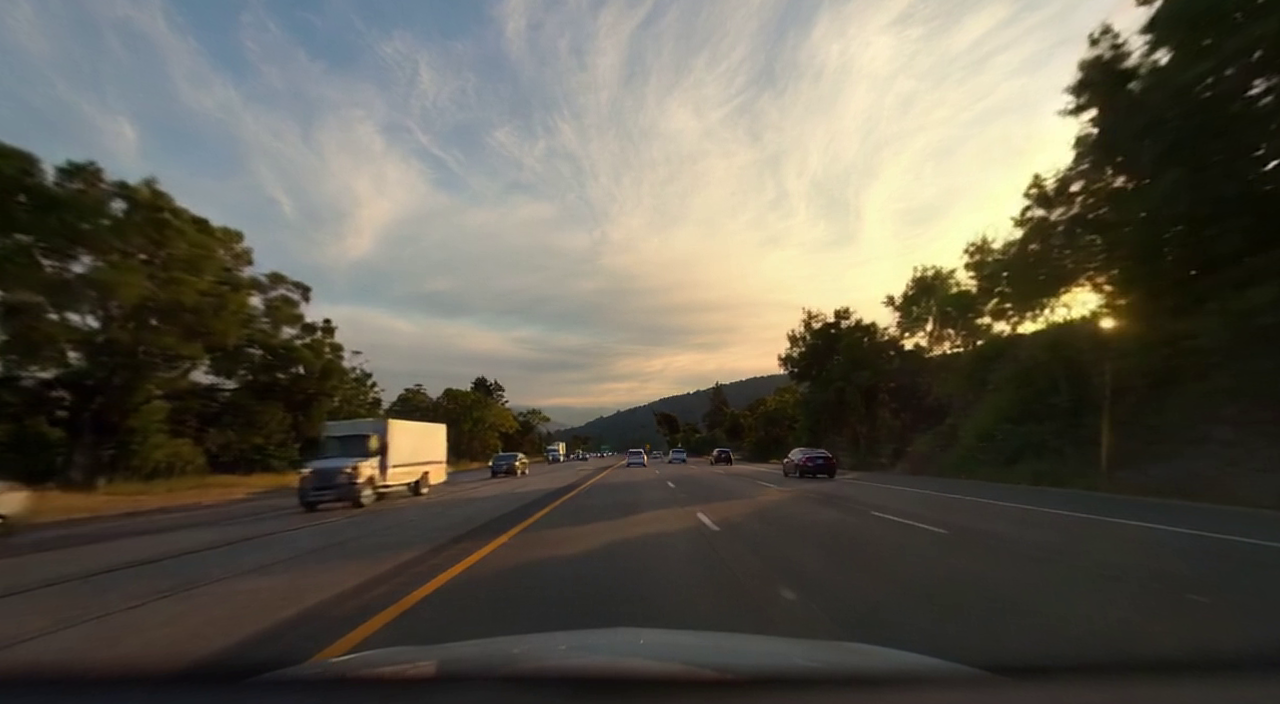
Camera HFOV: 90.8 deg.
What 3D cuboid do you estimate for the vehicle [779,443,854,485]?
[{"bbox_3d":[7.221,4.620,26.249,1.903,1.566,3.866,0,-9,-1],"label":"vehicle"}]

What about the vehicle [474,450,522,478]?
[{"bbox_3d":[-8.826,6.980,39.672,1.997,1.658,4.291,0,-9,0],"label":"vehicle"}]

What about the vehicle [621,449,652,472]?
[{"bbox_3d":[-0.255,7.376,43.042,2.021,1.507,4.272,0,-9,0],"label":"vehicle"}]

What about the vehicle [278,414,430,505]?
[{"bbox_3d":[-8.872,3.415,20.347,2.207,2.457,5.719,0,-9,0],"label":"vehicle"}]
